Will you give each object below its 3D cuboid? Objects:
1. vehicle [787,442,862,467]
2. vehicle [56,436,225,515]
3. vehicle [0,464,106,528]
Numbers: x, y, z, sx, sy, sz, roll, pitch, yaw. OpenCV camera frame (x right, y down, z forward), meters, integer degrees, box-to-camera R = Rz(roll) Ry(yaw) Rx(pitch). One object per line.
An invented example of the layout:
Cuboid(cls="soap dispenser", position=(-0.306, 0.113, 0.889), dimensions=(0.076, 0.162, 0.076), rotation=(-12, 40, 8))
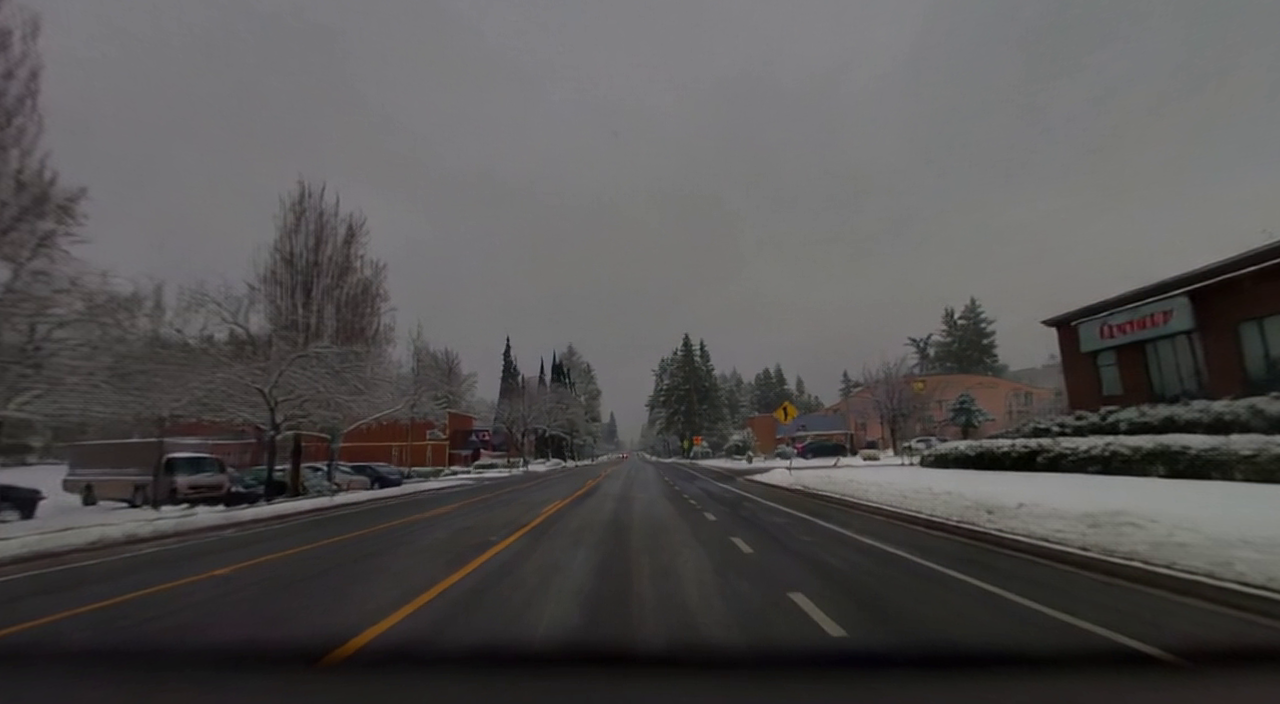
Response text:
Cuboid(cls="vehicle", position=(12.904, 7.195, 44.266), dimensions=(4.632, 1.701, 1.975), rotation=(-5, -11, 27))
Cuboid(cls="vehicle", position=(-19.454, 4.732, 24.605), dimensions=(5.971, 2.749, 2.293), rotation=(-4, -10, 22))
Cuboid(cls="vehicle", position=(-19.142, 4.336, 19.488), dimensions=(4.686, 1.716, 2.017), rotation=(-4, -11, 23))
